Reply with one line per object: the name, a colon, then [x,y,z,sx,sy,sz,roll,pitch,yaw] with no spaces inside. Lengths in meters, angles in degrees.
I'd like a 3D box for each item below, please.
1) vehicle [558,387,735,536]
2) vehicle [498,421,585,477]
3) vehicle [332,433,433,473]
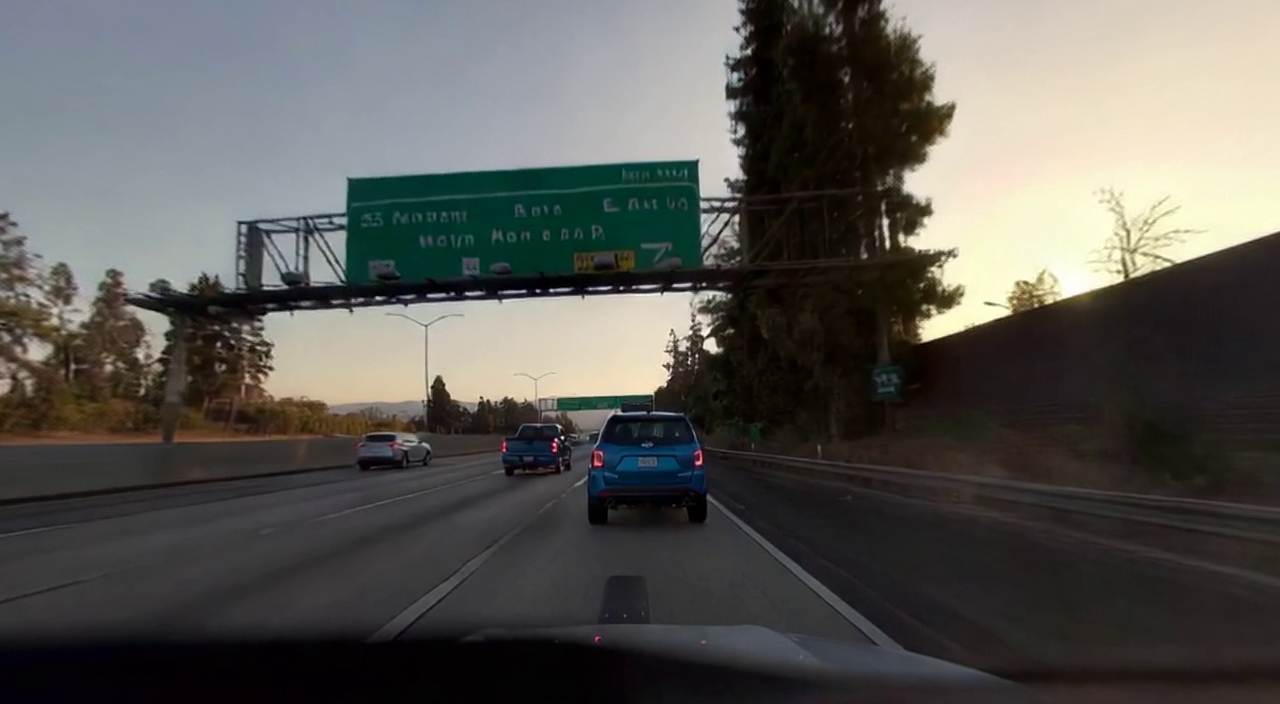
vehicle: [0.094,1.832,11.025,2.395,2.013,4.734,0,-8,0]
vehicle: [-3.779,3.887,25.388,2.486,1.962,5.525,0,-8,1]
vehicle: [-10.303,4.085,25.684,2.002,1.484,4.798,0,-8,1]
